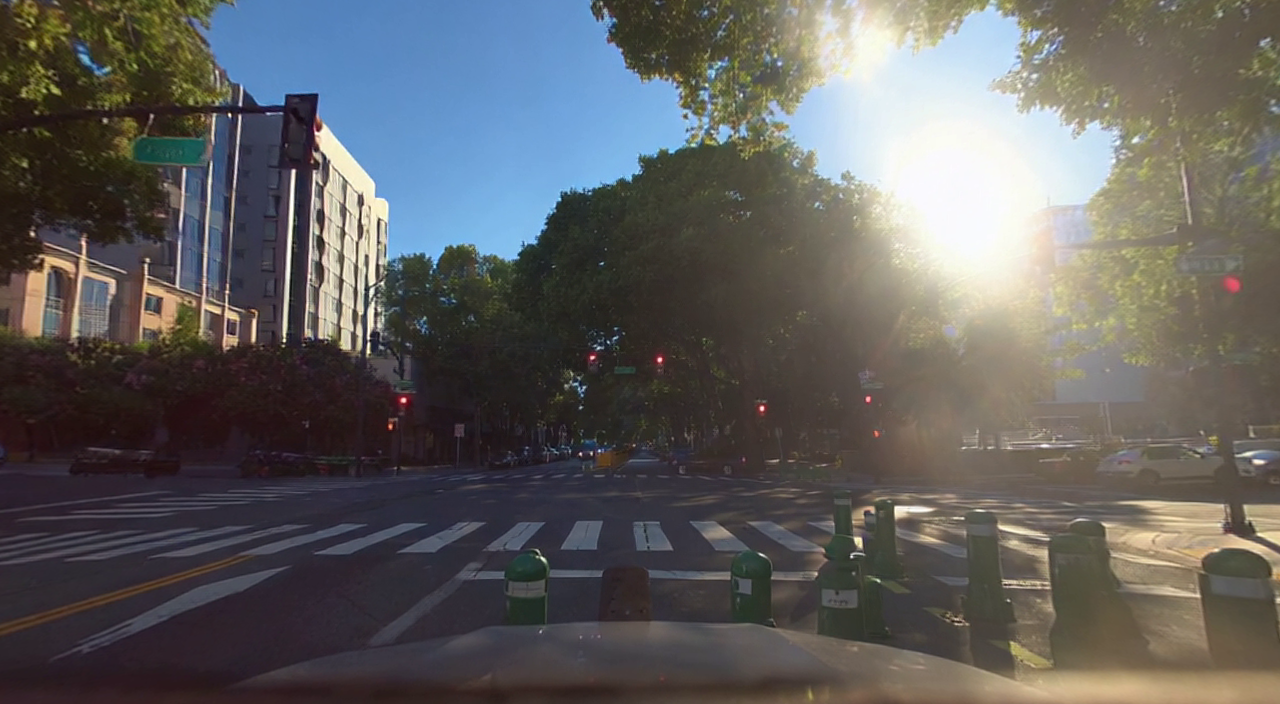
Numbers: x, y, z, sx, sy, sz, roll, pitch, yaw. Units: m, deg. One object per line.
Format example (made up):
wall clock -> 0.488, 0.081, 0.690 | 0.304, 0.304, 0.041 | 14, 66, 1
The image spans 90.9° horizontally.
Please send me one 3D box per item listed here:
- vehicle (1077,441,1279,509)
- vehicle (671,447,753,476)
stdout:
vehicle -> 13.029, 2.791, 14.550 | 4.424, 1.436, 1.804 | -1, -8, 5
vehicle -> 4.015, 6.143, 35.668 | 1.972, 1.522, 4.368 | 7, -11, -42
